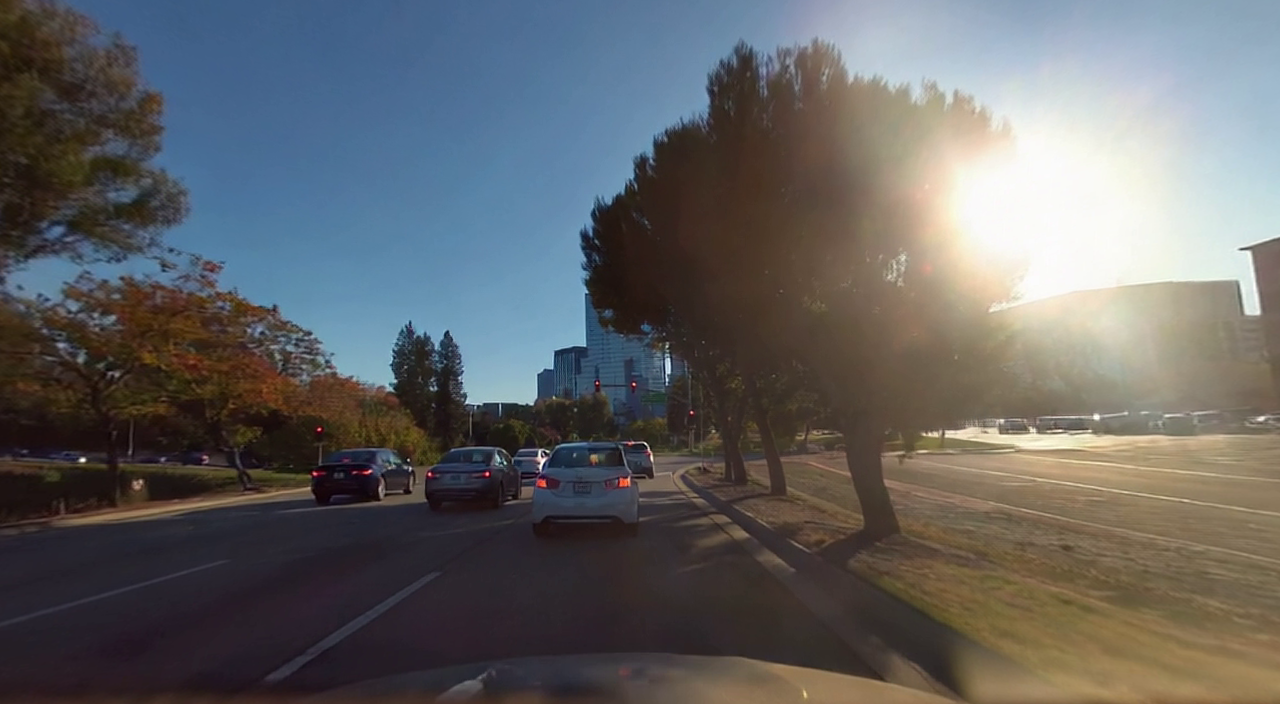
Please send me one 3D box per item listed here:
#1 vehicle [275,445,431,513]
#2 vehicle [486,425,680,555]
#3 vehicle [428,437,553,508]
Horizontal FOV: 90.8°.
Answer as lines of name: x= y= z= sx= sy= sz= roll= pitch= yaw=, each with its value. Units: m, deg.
vehicle: x=-7.025 y=3.111 z=16.084 sx=1.852 sy=1.458 sz=4.422 roll=0 pitch=-8 yaw=0
vehicle: x=-0.672 y=1.924 z=9.584 sx=2.231 sy=1.481 sz=4.489 roll=0 pitch=-8 yaw=-1
vehicle: x=-3.474 y=2.882 z=15.653 sx=1.920 sy=1.480 sz=4.549 roll=0 pitch=-8 yaw=1
